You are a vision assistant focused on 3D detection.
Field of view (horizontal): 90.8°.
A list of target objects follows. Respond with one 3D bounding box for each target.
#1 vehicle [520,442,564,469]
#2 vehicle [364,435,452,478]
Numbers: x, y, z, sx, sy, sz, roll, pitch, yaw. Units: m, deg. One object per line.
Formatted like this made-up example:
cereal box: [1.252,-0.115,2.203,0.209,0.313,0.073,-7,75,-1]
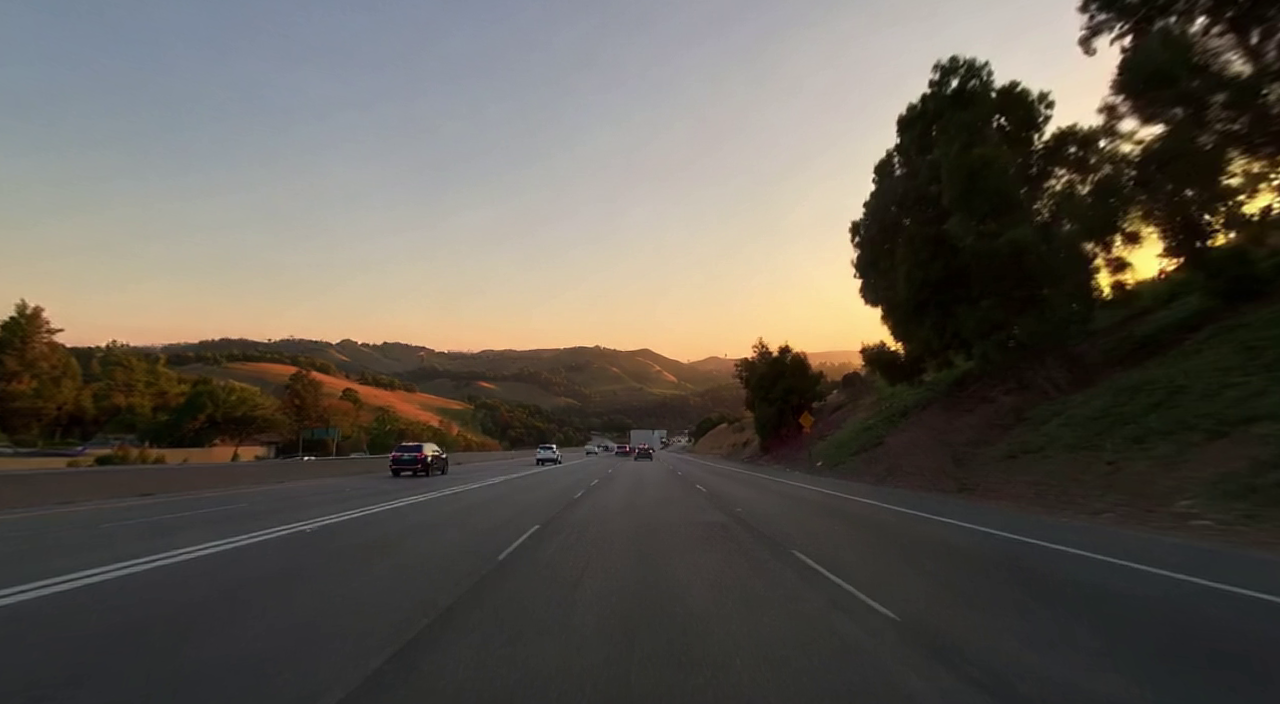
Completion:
vehicle: [-6.324,6.733,41.208,2.080,1.694,4.279,0,-9,2]
vehicle: [-10.550,4.790,29.163,2.195,1.795,4.659,0,-9,1]
